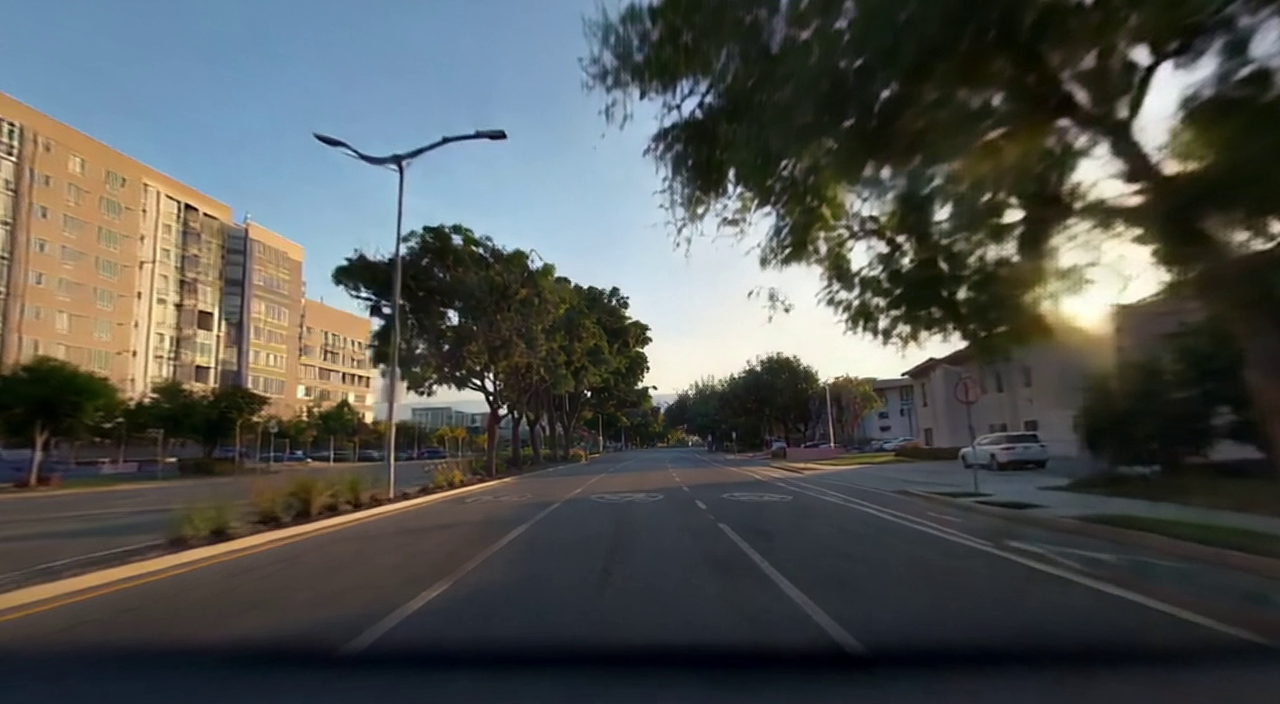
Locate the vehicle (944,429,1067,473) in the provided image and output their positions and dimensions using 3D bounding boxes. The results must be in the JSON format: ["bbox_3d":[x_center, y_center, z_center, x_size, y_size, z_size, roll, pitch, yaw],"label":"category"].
[{"bbox_3d":[13.628,3.735,23.875,1.879,1.507,4.836,0,-9,2],"label":"vehicle"}]
